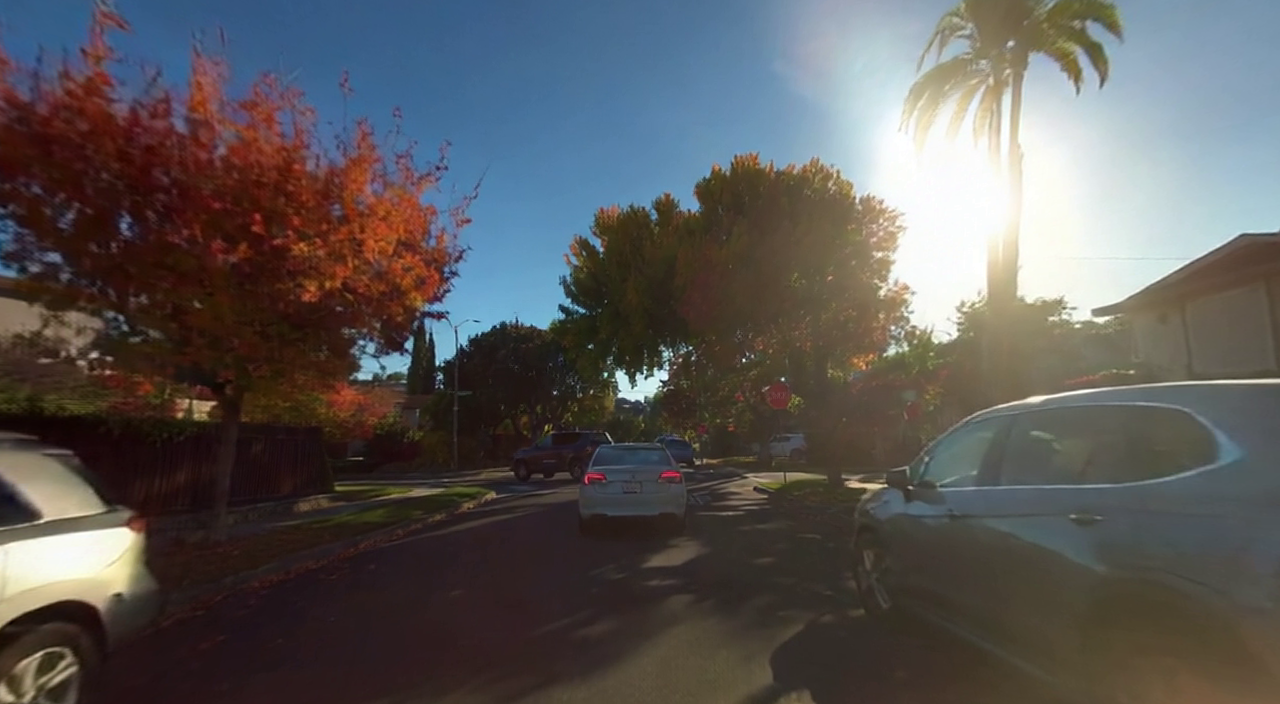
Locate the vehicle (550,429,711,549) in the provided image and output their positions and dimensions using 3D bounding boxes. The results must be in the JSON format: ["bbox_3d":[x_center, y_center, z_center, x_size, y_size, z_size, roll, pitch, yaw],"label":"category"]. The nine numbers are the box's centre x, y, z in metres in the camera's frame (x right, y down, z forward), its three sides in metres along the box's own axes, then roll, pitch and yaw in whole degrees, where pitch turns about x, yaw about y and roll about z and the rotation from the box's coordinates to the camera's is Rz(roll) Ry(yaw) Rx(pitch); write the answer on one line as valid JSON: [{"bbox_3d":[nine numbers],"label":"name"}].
[{"bbox_3d":[-0.119,2.041,10.023,2.010,1.499,4.107,0,-9,0],"label":"vehicle"}]

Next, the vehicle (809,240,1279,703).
[{"bbox_3d":[2.594,0.921,3.210,2.179,1.813,4.815,0,-8,1],"label":"vehicle"}]

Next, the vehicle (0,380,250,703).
[{"bbox_3d":[-3.385,0.850,1.722,1.965,1.657,4.104,0,-8,0],"label":"vehicle"}]

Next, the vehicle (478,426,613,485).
[{"bbox_3d":[-4.011,4.148,25.496,2.353,2.057,6.308,7,-11,-41],"label":"vehicle"}]
